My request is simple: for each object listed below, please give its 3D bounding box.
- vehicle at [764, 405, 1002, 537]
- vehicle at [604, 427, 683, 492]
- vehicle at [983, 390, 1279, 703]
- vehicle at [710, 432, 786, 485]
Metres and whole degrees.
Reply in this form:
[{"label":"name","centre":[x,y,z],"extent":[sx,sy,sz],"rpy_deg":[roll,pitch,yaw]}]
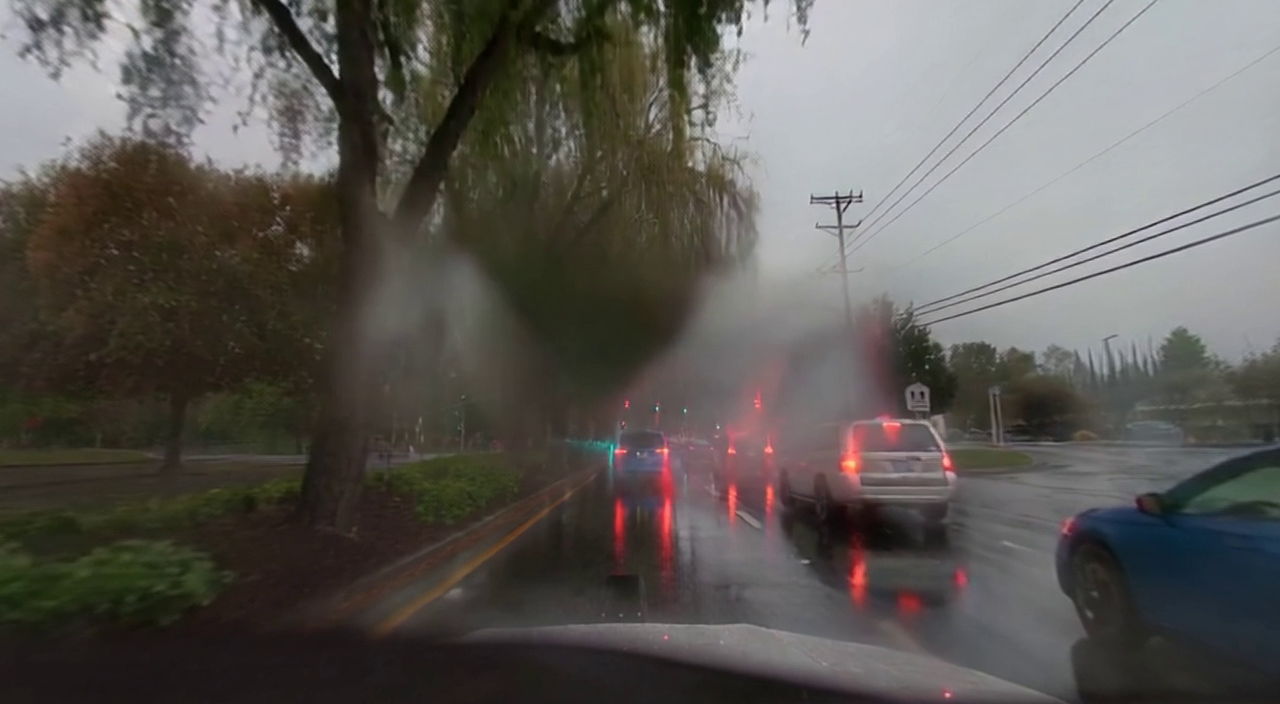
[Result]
[{"label":"vehicle","centre":[3.929,2.048,11.465],"extent":[2.254,1.840,4.918],"rpy_deg":[0,-8,-1]},{"label":"vehicle","centre":[0.080,3.286,19.589],"extent":[2.163,1.746,4.073],"rpy_deg":[-1,-8,0]},{"label":"vehicle","centre":[3.704,0.935,2.831],"extent":[1.881,1.512,4.294],"rpy_deg":[-1,-8,0]},{"label":"vehicle","centre":[3.612,3.641,21.853],"extent":[1.923,1.653,3.703],"rpy_deg":[-1,-8,0]}]
